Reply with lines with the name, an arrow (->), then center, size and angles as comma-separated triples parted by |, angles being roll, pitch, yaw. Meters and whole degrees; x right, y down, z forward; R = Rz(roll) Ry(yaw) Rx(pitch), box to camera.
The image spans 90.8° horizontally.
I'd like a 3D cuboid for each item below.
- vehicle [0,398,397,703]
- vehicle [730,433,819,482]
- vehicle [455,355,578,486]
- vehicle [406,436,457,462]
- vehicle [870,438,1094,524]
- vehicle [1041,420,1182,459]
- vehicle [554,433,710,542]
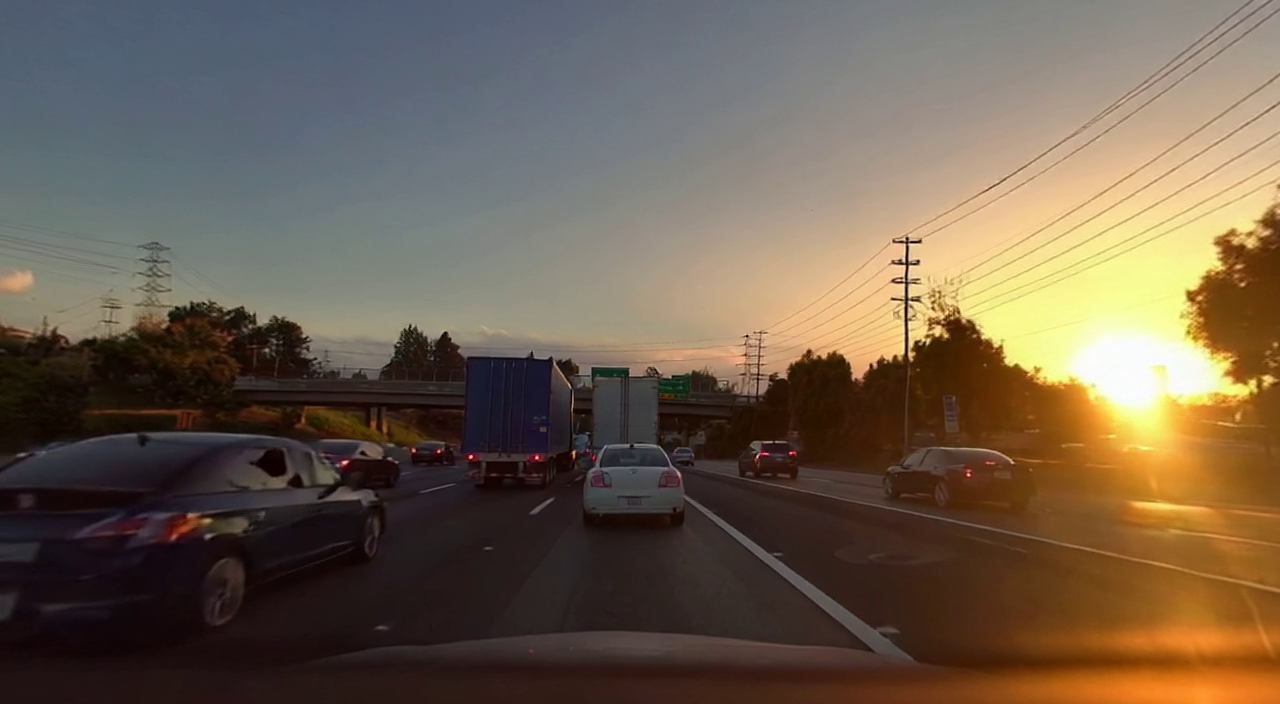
vehicle -> -3.717, 1.219, 4.498 | 2.090, 1.463, 4.968 | 0, -9, -1
vehicle -> 4.912, 3.925, 23.730 | 2.023, 1.676, 4.002 | 1, -9, -7
vehicle -> -4.938, 3.606, 29.845 | 3.150, 4.298, 17.928 | 1, -9, -3
vehicle -> -14.146, 6.620, 43.113 | 2.148, 1.678, 4.851 | 1, -9, -4
vehicle -> 6.530, 2.485, 12.733 | 1.878, 1.406, 4.164 | 1, -9, -6
vehicle -> 25.208, 4.778, 34.192 | 2.321, 1.880, 6.188 | 1, -9, -7
vehicle -> -0.208, 2.144, 10.636 | 2.112, 1.463, 4.012 | 0, -9, -3
